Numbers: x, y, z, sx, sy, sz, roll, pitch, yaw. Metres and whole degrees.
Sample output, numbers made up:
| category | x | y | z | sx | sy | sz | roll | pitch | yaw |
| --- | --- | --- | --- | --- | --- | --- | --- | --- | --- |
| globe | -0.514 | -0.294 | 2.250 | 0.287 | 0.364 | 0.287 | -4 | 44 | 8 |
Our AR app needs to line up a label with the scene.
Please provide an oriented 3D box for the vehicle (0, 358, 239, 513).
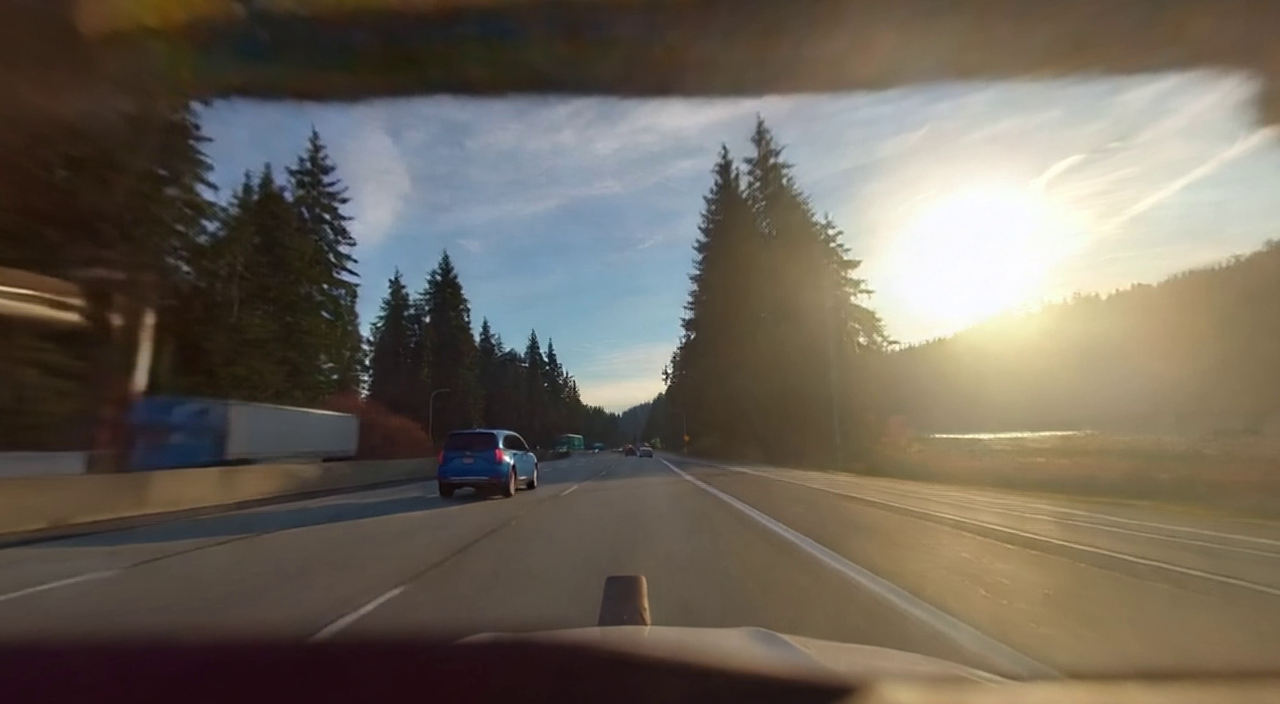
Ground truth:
| category | x | y | z | sx | sy | sz | roll | pitch | yaw |
| --- | --- | --- | --- | --- | --- | --- | --- | --- | --- |
| vehicle | -17.942 | 2.785 | 20.472 | 2.967 | 3.942 | 10.400 | 0 | -8 | 0 |

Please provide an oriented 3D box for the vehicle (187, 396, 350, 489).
| category | x | y | z | sx | sy | sz | roll | pitch | yaw |
| --- | --- | --- | --- | --- | --- | --- | --- | --- | --- |
| vehicle | -17.820 | 4.466 | 31.181 | 2.829 | 3.952 | 8.217 | 0 | -8 | 1 |

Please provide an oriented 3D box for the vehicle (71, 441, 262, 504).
| category | x | y | z | sx | sy | sz | roll | pitch | yaw |
| --- | --- | --- | --- | --- | --- | --- | --- | --- | --- |
| vehicle | -13.364 | 3.377 | 18.289 | 1.804 | 1.556 | 4.752 | 0 | -8 | 0 |

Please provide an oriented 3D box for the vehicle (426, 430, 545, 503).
| category | x | y | z | sx | sy | sz | roll | pitch | yaw |
| --- | --- | --- | --- | --- | --- | --- | --- | --- | --- |
| vehicle | -4.100 | 3.102 | 17.594 | 2.084 | 1.752 | 4.479 | 0 | -8 | 1 |
